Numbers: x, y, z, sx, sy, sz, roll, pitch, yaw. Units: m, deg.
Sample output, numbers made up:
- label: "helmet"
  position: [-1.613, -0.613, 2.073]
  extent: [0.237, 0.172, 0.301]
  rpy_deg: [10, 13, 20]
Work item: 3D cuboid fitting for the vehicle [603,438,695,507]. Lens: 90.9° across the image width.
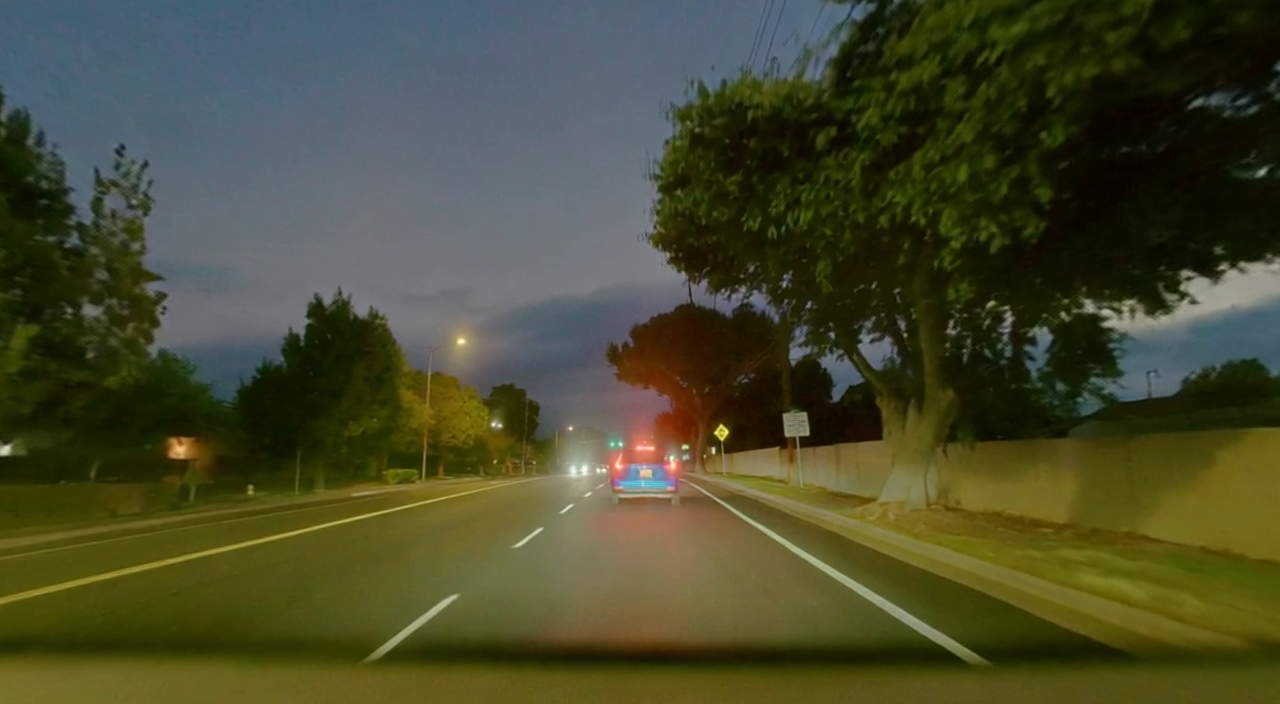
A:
- label: "vehicle"
  position: [0.228, 3.231, 17.333]
  extent: [2.200, 1.653, 4.127]
  rpy_deg: [0, -9, 0]
